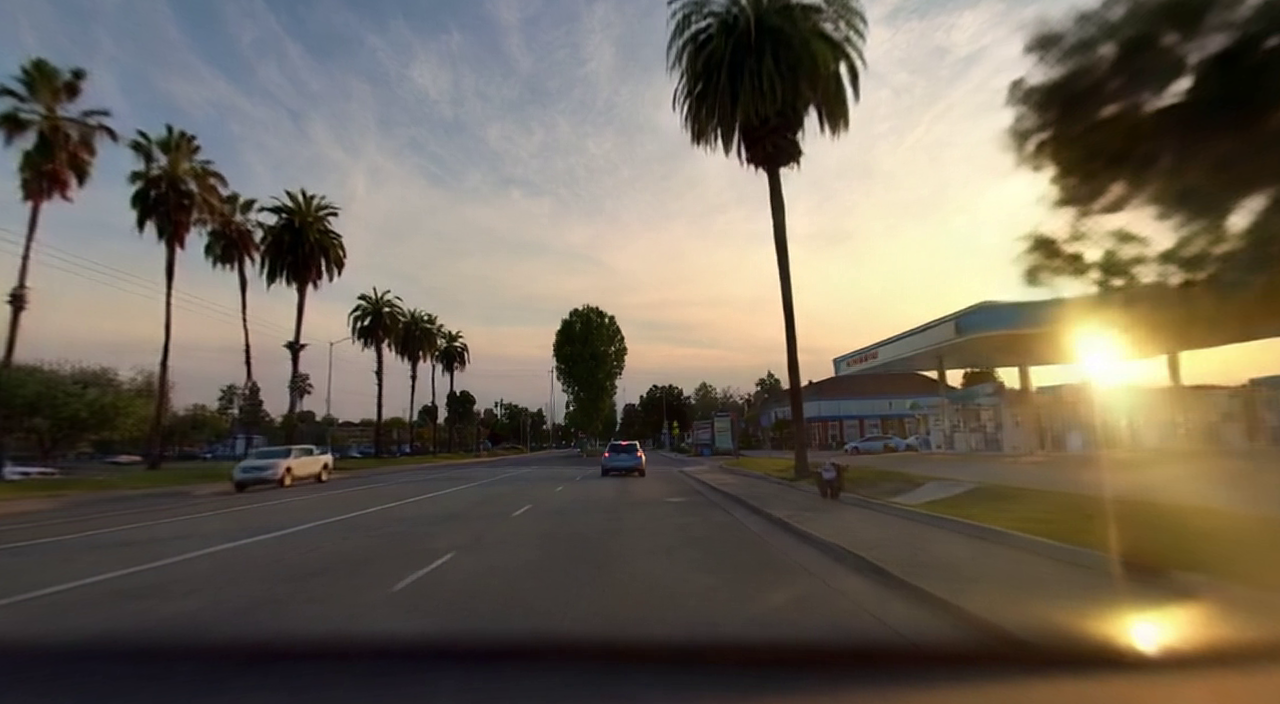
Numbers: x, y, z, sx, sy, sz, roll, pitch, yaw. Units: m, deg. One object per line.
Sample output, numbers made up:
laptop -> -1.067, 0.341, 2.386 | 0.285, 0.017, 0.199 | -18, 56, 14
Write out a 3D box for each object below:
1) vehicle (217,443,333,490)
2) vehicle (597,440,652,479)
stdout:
vehicle -> -14.558, 4.546, 25.564 | 2.026, 1.722, 4.463 | 0, -8, -1
vehicle -> -0.613, 4.395, 26.128 | 2.076, 1.486, 4.119 | 0, -8, -1
